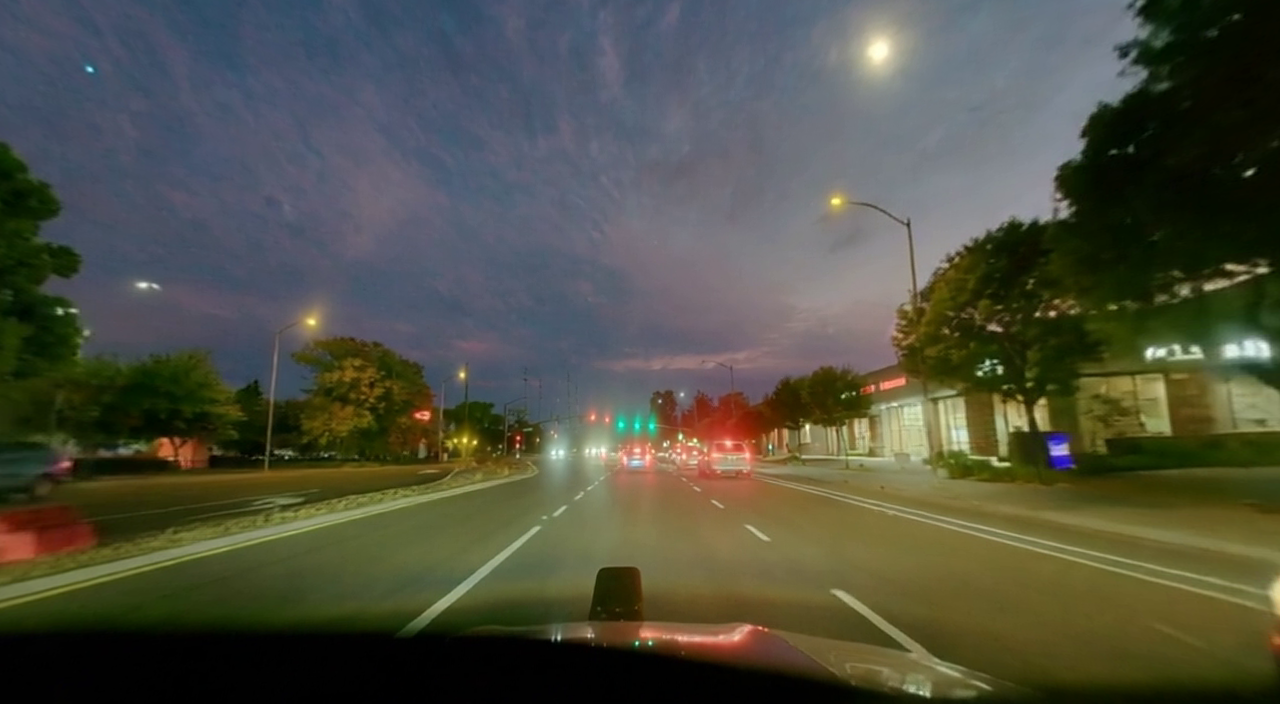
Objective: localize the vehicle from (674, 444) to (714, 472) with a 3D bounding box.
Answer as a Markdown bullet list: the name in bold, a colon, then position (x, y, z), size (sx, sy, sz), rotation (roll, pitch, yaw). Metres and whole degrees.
- **vehicle**: position (3.029, 6.071, 36.422), size (1.864, 1.484, 4.662), rotation (0, -8, 0)

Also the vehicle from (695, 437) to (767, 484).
- **vehicle**: position (3.439, 4.204, 24.717), size (2.085, 1.668, 4.077), rotation (0, -8, -1)

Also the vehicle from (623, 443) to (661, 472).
- **vehicle**: position (0.090, 5.904, 35.670), size (2.023, 1.532, 3.891), rotation (0, -8, -1)
